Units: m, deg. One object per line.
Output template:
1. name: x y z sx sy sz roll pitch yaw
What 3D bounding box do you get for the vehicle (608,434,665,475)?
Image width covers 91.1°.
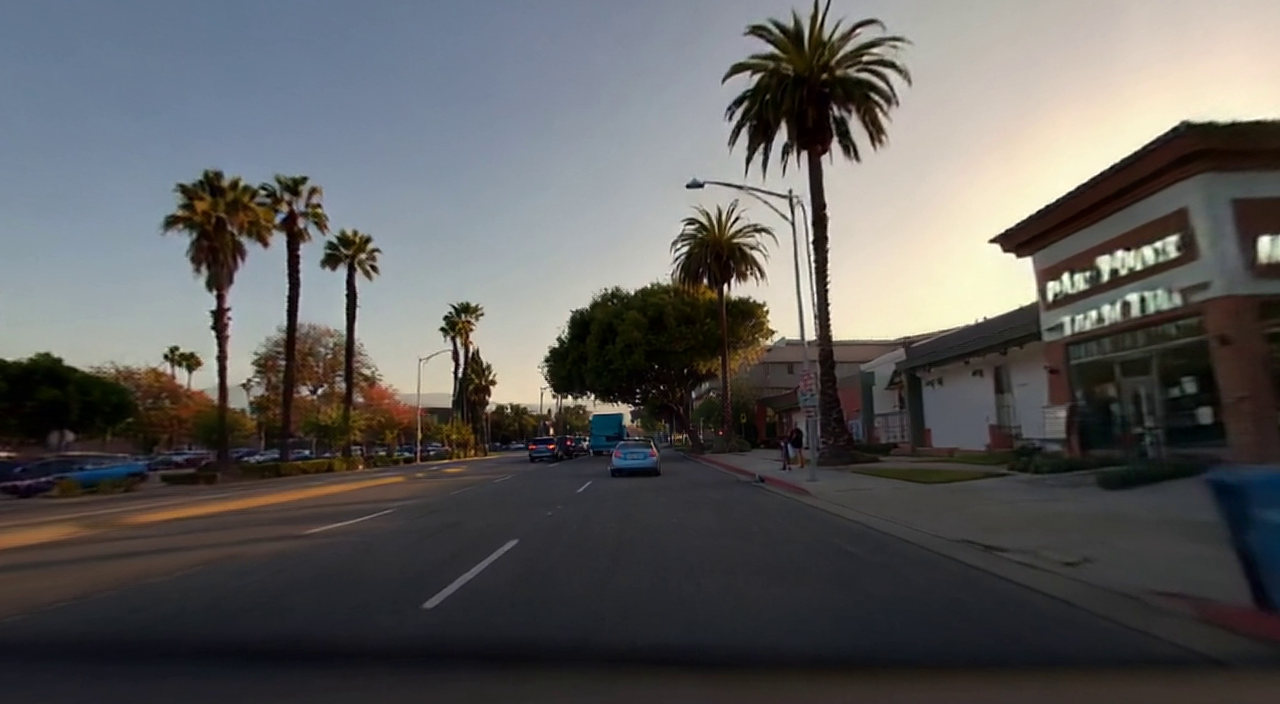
1. vehicle: -0.110 4.178 25.722 2.144 1.514 4.063 0 -9 1

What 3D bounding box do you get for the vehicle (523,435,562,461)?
1. vehicle: -7.113 7.066 46.248 2.014 1.830 4.281 0 -9 2

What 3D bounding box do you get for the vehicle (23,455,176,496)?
1. vehicle: -21.939 4.998 25.760 4.320 1.496 2.046 5 -10 -29
